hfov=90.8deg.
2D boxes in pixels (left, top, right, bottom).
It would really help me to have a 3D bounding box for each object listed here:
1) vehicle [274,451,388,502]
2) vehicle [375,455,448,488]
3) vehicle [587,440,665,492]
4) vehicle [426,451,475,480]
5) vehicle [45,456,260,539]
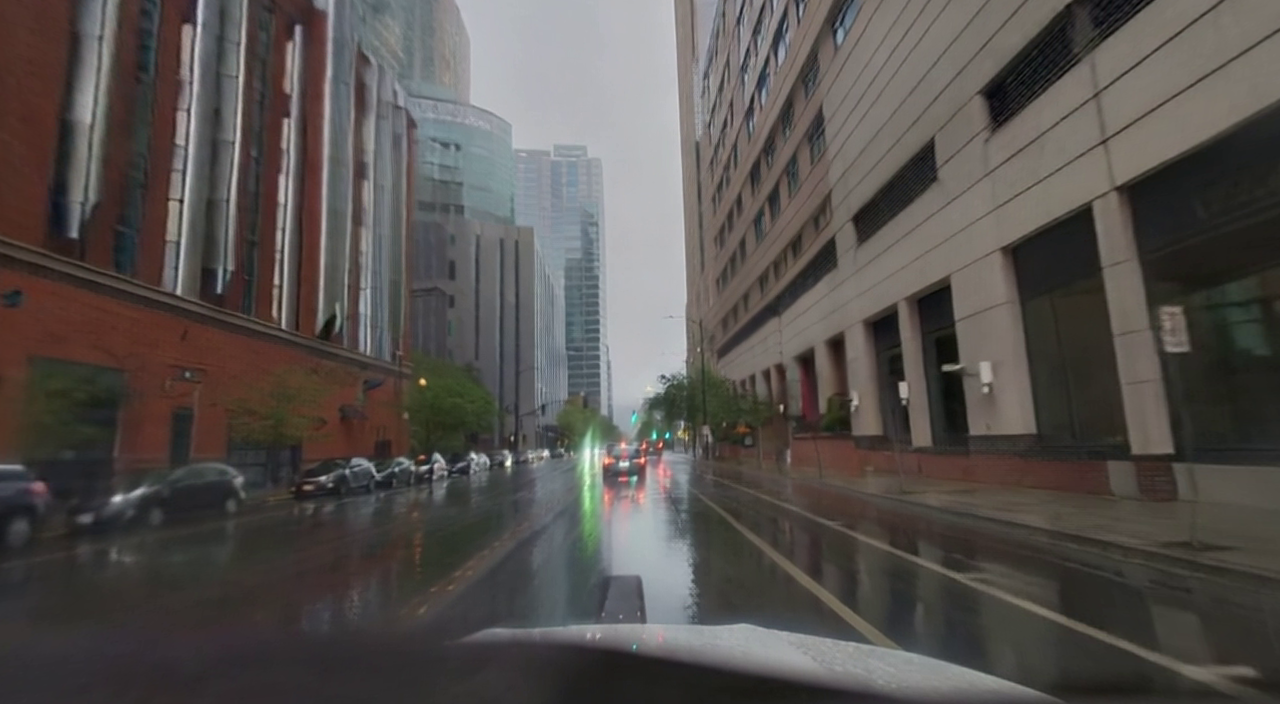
[{"bbox_3d":[-11.977,4.823,24.936,2.077,1.732,4.704,0,-9,0],"label":"vehicle"},{"bbox_3d":[-11.829,6.183,33.094,1.991,1.507,4.879,0,-8,0],"label":"vehicle"},{"bbox_3d":[-0.432,3.615,20.361,2.269,1.479,3.980,0,-9,-1],"label":"vehicle"},{"bbox_3d":[-12.130,7.264,40.666,1.976,1.577,4.091,-4,-8,-1],"label":"vehicle"},{"bbox_3d":[-11.905,3.508,15.933,1.881,1.686,4.451,0,-9,-1],"label":"vehicle"}]
